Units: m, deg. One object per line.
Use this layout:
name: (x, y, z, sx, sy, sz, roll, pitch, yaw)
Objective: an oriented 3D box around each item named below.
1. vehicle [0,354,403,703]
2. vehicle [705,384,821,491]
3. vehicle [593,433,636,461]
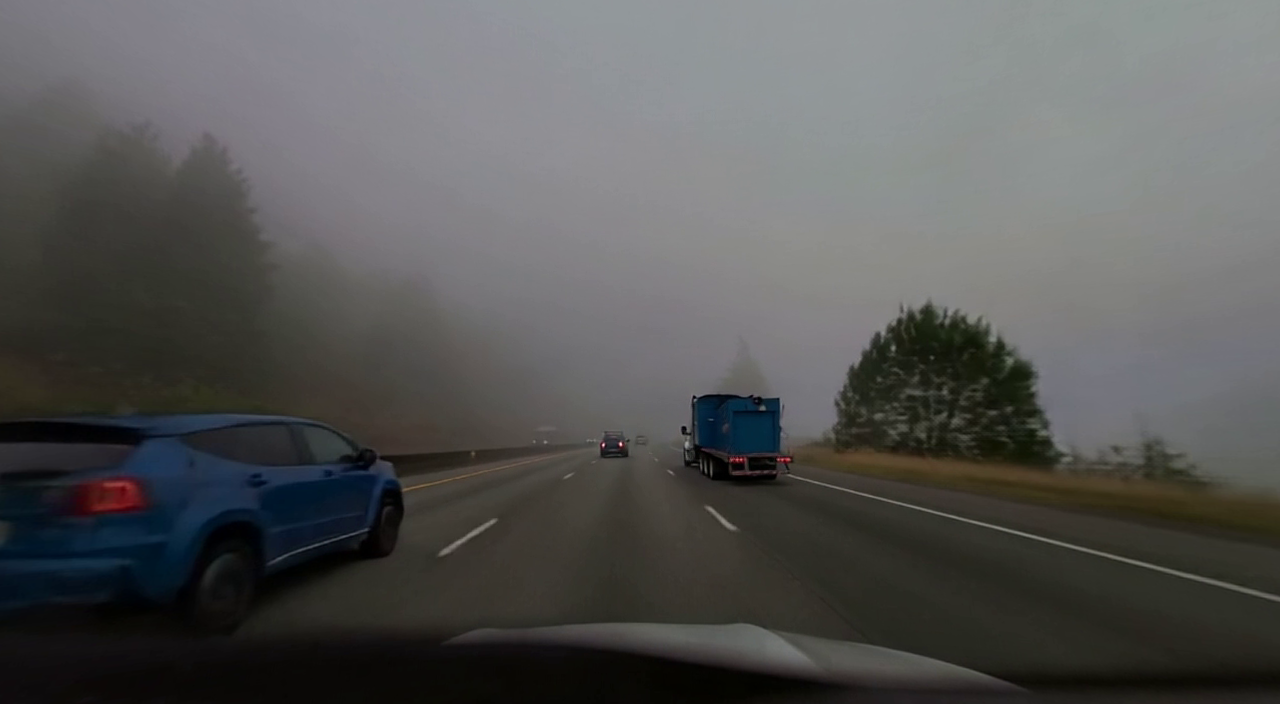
vehicle: (-3.279, 1.057, 4.026, 2.008, 1.588, 4.147, 0, -8, -2)
vehicle: (3.160, 2.324, 17.203, 2.256, 2.568, 4.049, 0, -8, -1)
vehicle: (-1.388, 5.427, 36.274, 2.195, 1.529, 4.572, 0, -8, 2)
